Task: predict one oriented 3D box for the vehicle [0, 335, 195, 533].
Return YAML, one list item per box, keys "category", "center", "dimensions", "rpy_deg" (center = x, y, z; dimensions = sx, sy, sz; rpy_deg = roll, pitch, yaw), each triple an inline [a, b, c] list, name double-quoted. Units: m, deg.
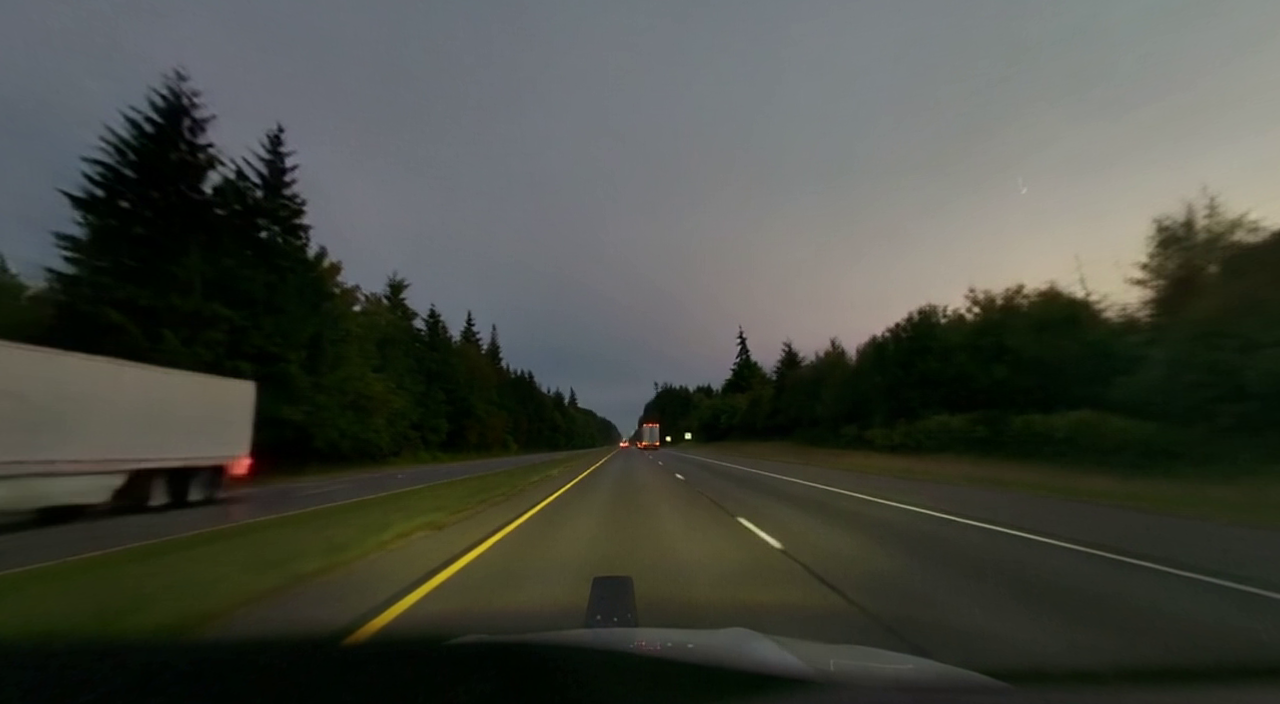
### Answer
- category: "vehicle"
  center: [-13.714, 1.389, 10.679]
  dimensions: [2.908, 3.776, 13.054]
  rpy_deg: [0, -8, 0]
